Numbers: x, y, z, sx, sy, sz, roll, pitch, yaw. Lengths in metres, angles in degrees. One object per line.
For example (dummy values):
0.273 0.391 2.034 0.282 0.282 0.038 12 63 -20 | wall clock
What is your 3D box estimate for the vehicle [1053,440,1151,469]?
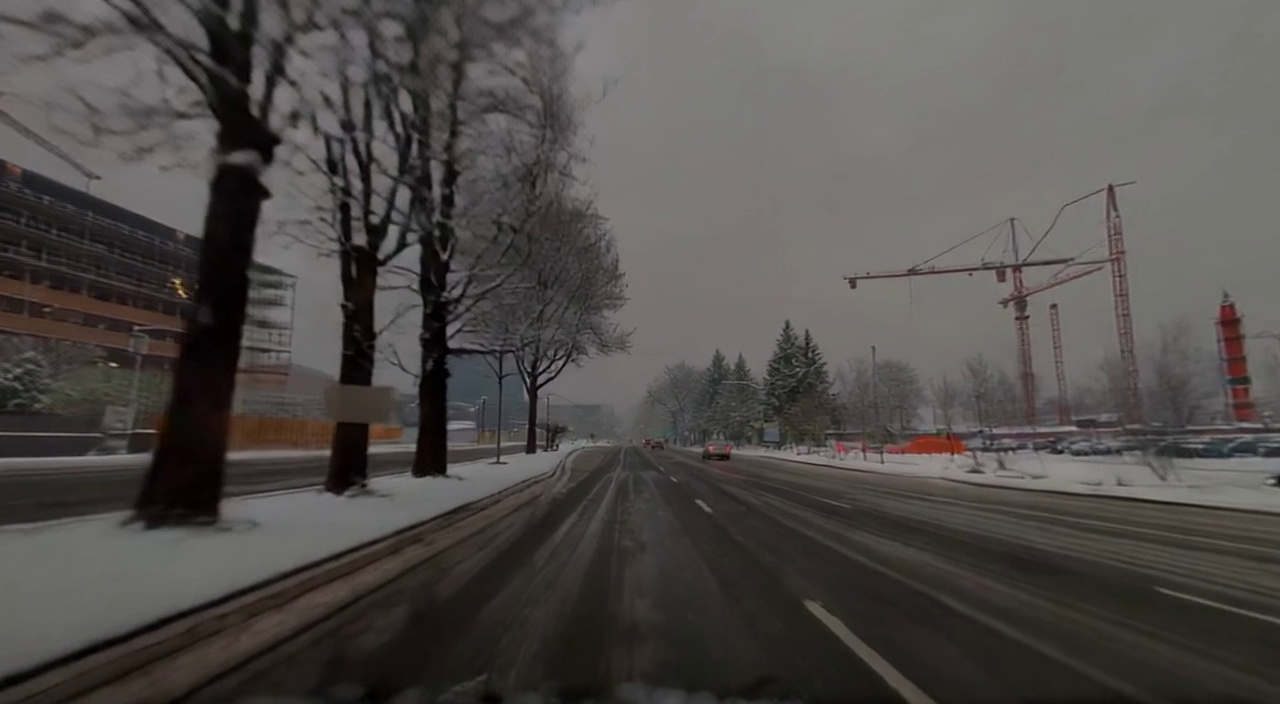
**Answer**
32.753 7.241 45.112 2.283 1.875 6.308 -1 -7 0 | vehicle
